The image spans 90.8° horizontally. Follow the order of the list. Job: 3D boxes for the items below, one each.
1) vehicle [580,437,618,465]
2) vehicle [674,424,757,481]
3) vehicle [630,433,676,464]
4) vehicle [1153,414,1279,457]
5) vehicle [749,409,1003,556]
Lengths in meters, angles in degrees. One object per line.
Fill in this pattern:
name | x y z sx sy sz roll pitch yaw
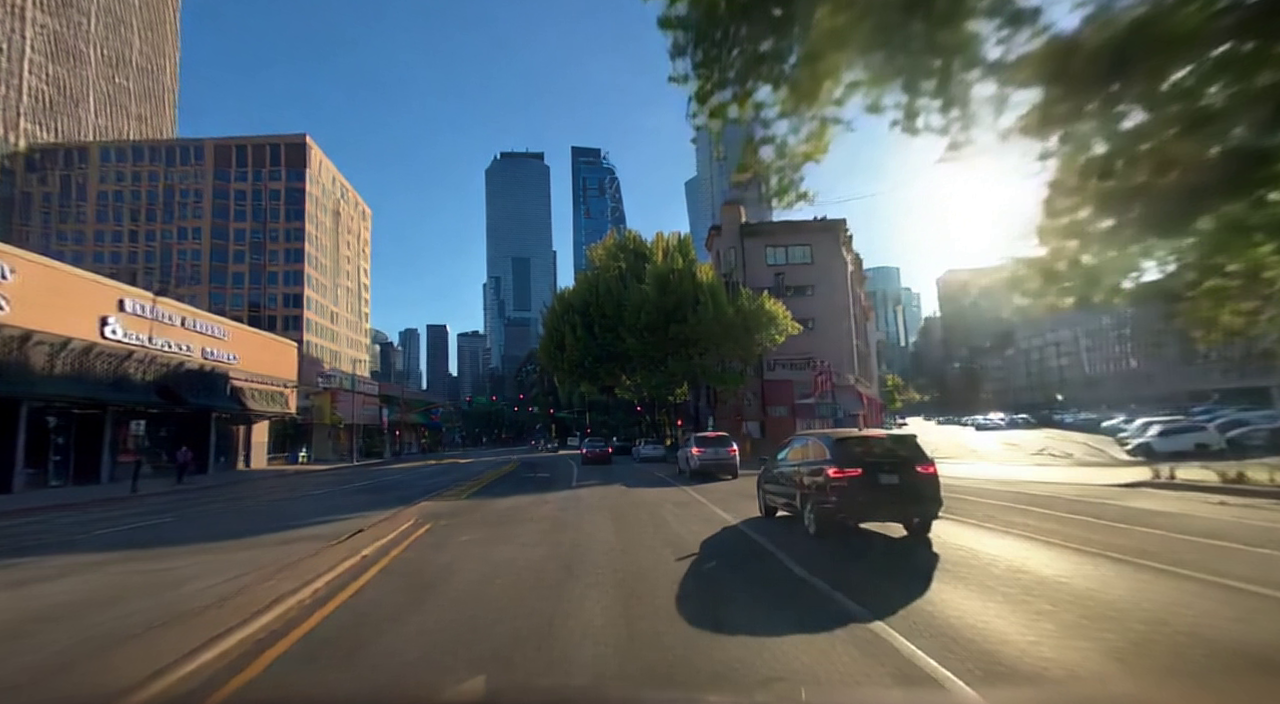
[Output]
vehicle | -2.449 5.752 36.852 2.068 1.512 3.987 1 -9 -6
vehicle | 2.497 3.476 22.106 2.046 1.768 4.370 0 -8 -4
vehicle | 0.707 5.880 38.801 2.216 1.750 4.520 -1 -7 -7
vehicle | 28.527 4.061 30.713 5.103 1.947 2.207 -1 -8 1
vehicle | 3.044 1.746 9.223 1.966 1.596 3.980 -1 -8 -3
